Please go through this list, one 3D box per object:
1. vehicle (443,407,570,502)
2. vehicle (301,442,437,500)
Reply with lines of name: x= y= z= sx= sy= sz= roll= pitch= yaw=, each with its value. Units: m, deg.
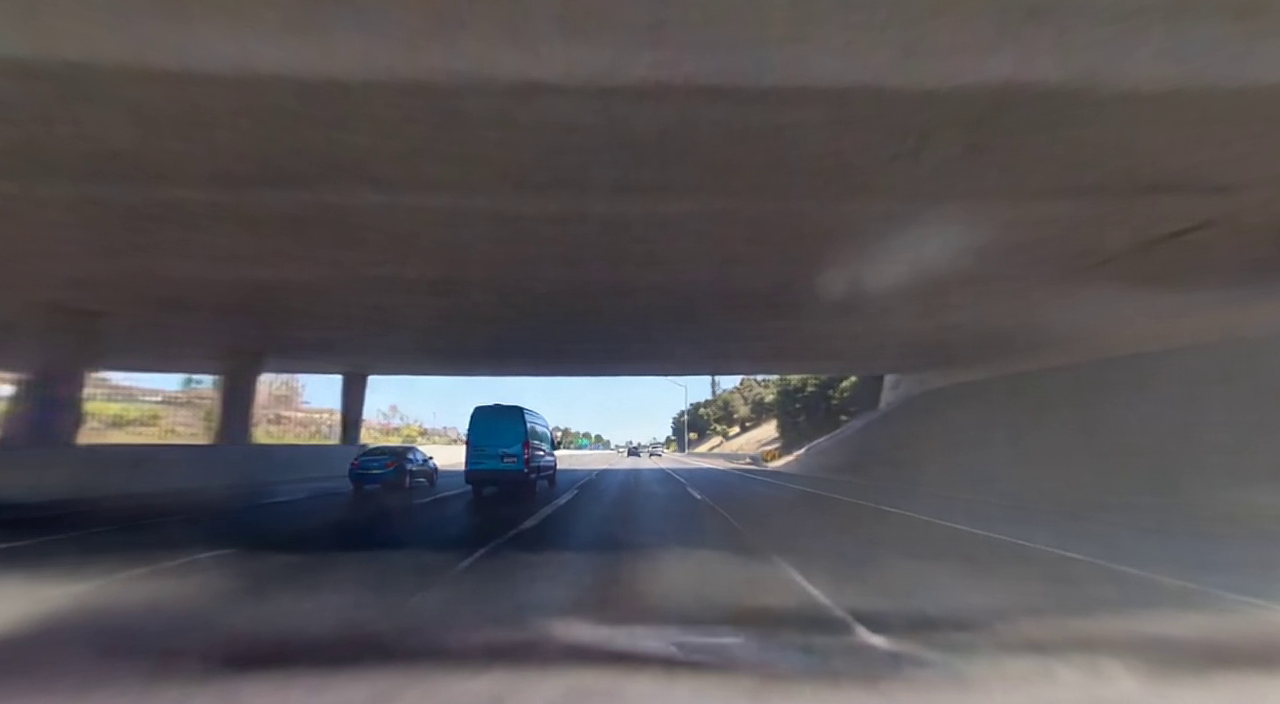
vehicle: x=-3.536 y=2.883 z=17.931 sx=2.372 sy=2.248 sz=5.393 roll=-1 pitch=-9 yaw=1
vehicle: x=-7.994 y=3.528 z=19.118 sx=1.987 sy=1.490 sz=4.781 roll=-1 pitch=-9 yaw=0
